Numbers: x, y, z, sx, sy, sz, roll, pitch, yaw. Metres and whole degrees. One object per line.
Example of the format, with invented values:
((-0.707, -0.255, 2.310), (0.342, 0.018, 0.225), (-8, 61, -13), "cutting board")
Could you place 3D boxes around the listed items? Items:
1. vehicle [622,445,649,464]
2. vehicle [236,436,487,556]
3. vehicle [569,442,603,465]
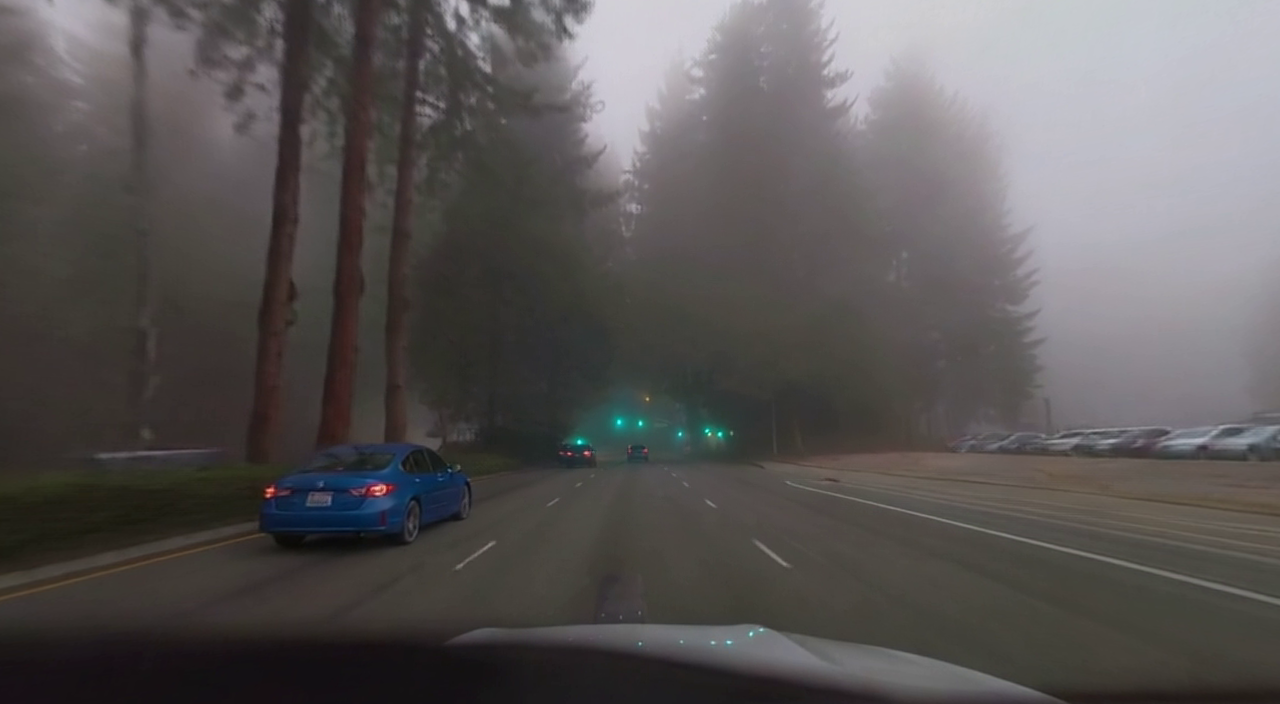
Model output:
((-0.383, 7.919, 49.019), (1.991, 1.431, 4.199), (0, -9, -1), "vehicle")
((-3.872, 2.059, 9.809), (1.905, 1.418, 4.396), (0, -9, 0), "vehicle")
((-3.892, 7.459, 46.457), (2.103, 1.592, 4.160), (0, -9, 1), "vehicle")
